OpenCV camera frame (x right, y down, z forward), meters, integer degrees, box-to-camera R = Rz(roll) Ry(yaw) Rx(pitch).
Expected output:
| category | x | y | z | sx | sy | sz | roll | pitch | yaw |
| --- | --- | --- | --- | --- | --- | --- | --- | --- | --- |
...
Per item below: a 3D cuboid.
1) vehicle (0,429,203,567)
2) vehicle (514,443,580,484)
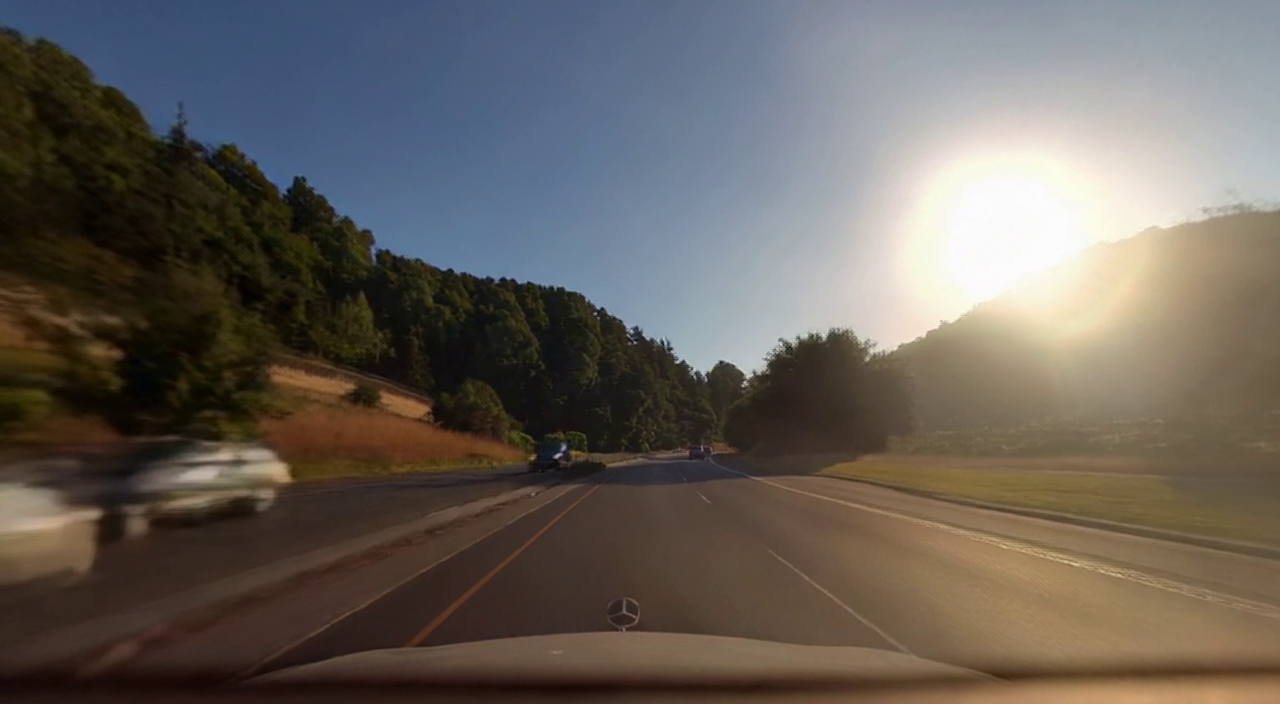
| category | x | y | z | sx | sy | sz | roll | pitch | yaw |
| --- | --- | --- | --- | --- | --- | --- | --- | --- | --- |
| vehicle | -9.079 | 2.020 | 9.162 | 2.154 | 1.715 | 4.579 | 0 | -9 | 0 |
| vehicle | -4.923 | 6.004 | 34.471 | 2.533 | 2.001 | 5.922 | -1 | -9 | 2 |
